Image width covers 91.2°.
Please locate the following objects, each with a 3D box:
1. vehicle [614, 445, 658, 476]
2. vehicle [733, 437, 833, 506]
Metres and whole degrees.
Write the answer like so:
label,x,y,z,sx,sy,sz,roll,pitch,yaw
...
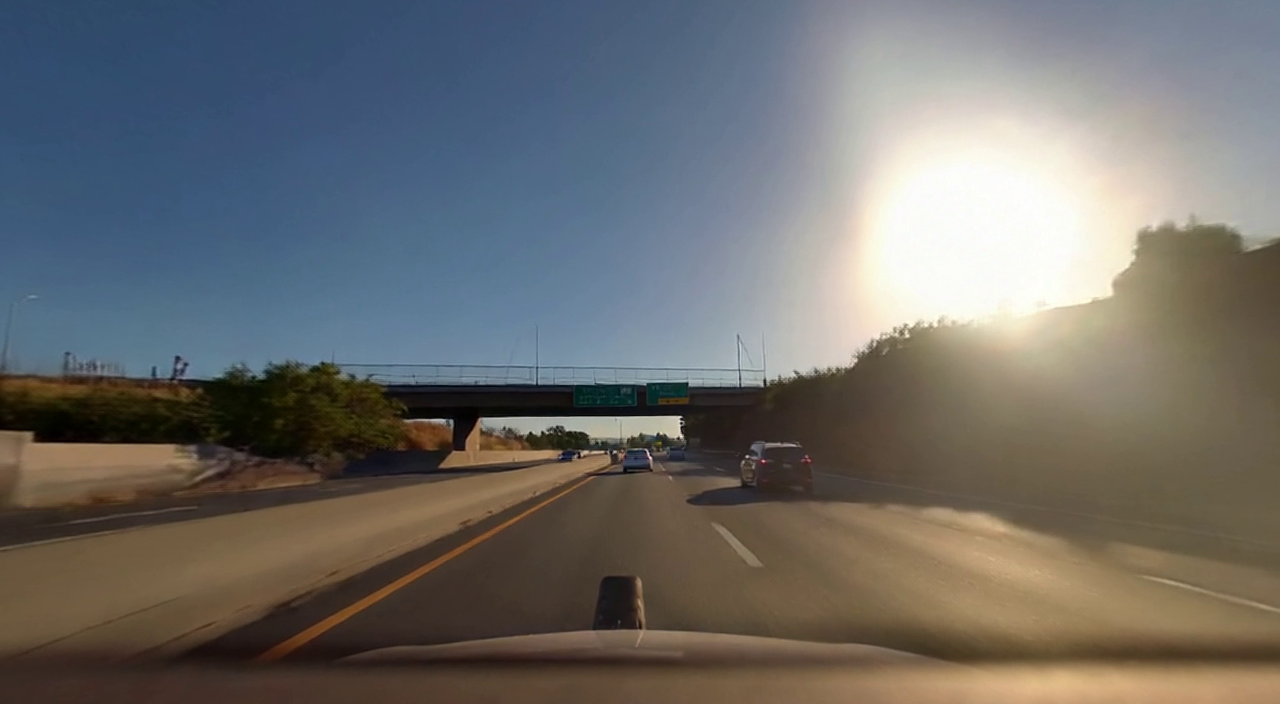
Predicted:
label,x,y,z,sx,sy,sz,roll,pitch,yaw
vehicle,-0.141,5.891,34.260,2.084,1.594,4.219,-1,-9,4
vehicle,3.663,3.118,16.762,1.969,1.595,3.964,-1,-9,4
